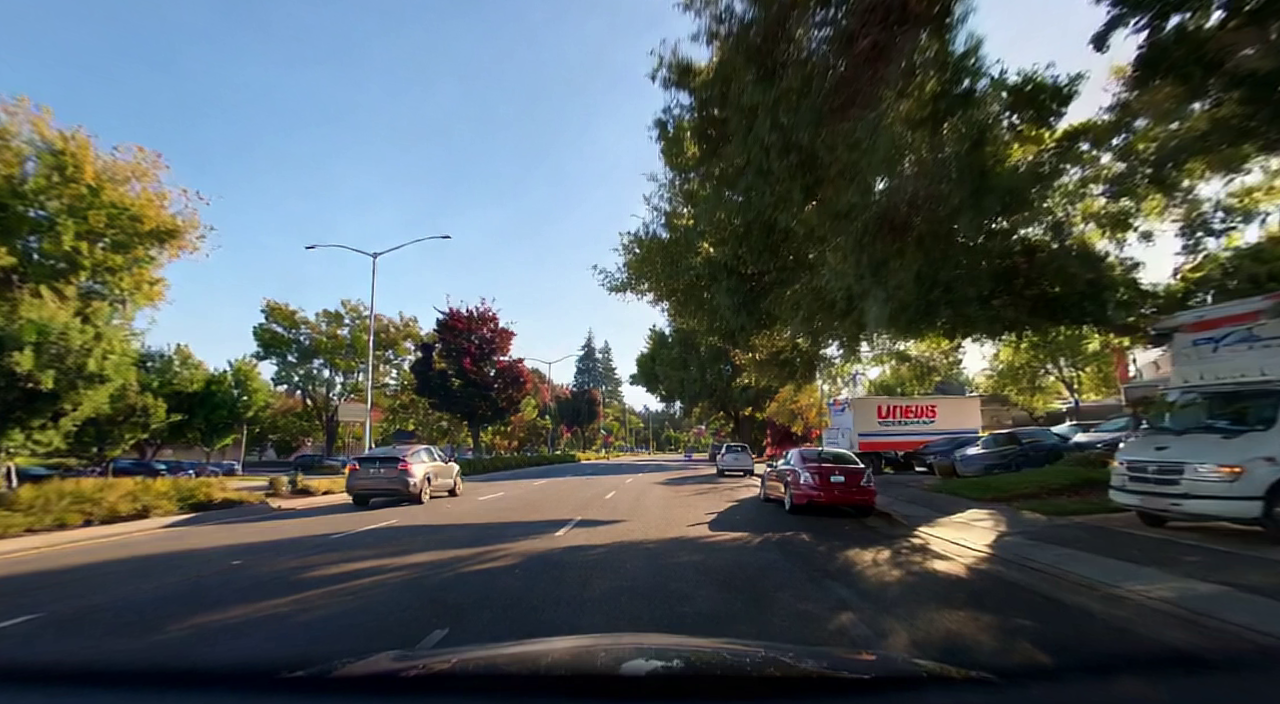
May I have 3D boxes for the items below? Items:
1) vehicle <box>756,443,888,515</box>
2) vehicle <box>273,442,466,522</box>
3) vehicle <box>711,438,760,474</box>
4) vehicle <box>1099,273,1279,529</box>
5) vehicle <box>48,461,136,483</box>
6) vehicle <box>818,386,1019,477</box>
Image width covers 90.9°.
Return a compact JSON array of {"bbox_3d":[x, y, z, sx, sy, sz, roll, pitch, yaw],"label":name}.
[{"bbox_3d":[3.969,2.816,14.568,1.849,1.393,4.377,0,-8,2],"label":"vehicle"},{"bbox_3d":[-5.704,2.770,14.120,2.060,1.473,4.645,0,-8,3],"label":"vehicle"},{"bbox_3d":[4.861,5.366,32.715,2.064,1.697,4.718,0,-8,3],"label":"vehicle"},{"bbox_3d":[11.909,0.856,9.529,8.495,3.147,2.773,2,-9,-12],"label":"vehicle"},{"bbox_3d":[-42.472,9.318,48.965,4.603,1.577,2.157,1,-8,-8],"label":"vehicle"},{"bbox_3d":[11.830,3.417,27.157,7.138,3.310,2.943,-2,-9,-9],"label":"vehicle"}]
